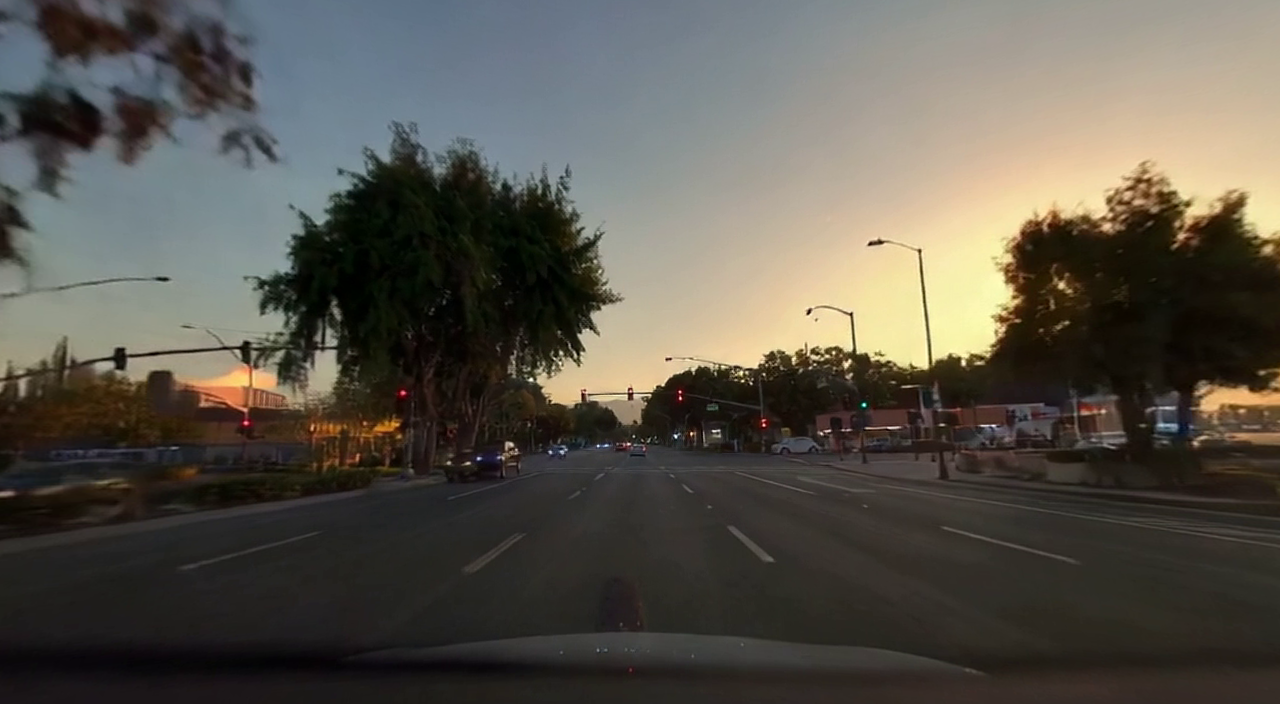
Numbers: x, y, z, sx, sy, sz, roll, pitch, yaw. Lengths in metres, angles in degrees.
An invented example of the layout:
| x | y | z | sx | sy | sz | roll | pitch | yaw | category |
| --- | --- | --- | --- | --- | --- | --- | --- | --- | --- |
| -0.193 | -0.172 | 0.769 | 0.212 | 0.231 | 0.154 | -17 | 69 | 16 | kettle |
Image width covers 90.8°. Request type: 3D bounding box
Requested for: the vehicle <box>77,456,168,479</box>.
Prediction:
| x | y | z | sx | sy | sz | roll | pitch | yaw | category |
| --- | --- | --- | --- | --- | --- | --- | --- | --- | --- |
| -39.534 | 8.819 | 48.394 | 4.941 | 1.654 | 1.967 | 2 | -9 | -13 | vehicle |

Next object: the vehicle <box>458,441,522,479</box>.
| x | y | z | sx | sy | sz | roll | pitch | yaw | category |
| --- | --- | --- | --- | --- | --- | --- | --- | --- | --- |
| -6.667 | 4.837 | 28.574 | 1.898 | 1.539 | 4.314 | 0 | -8 | -1 | vehicle |
